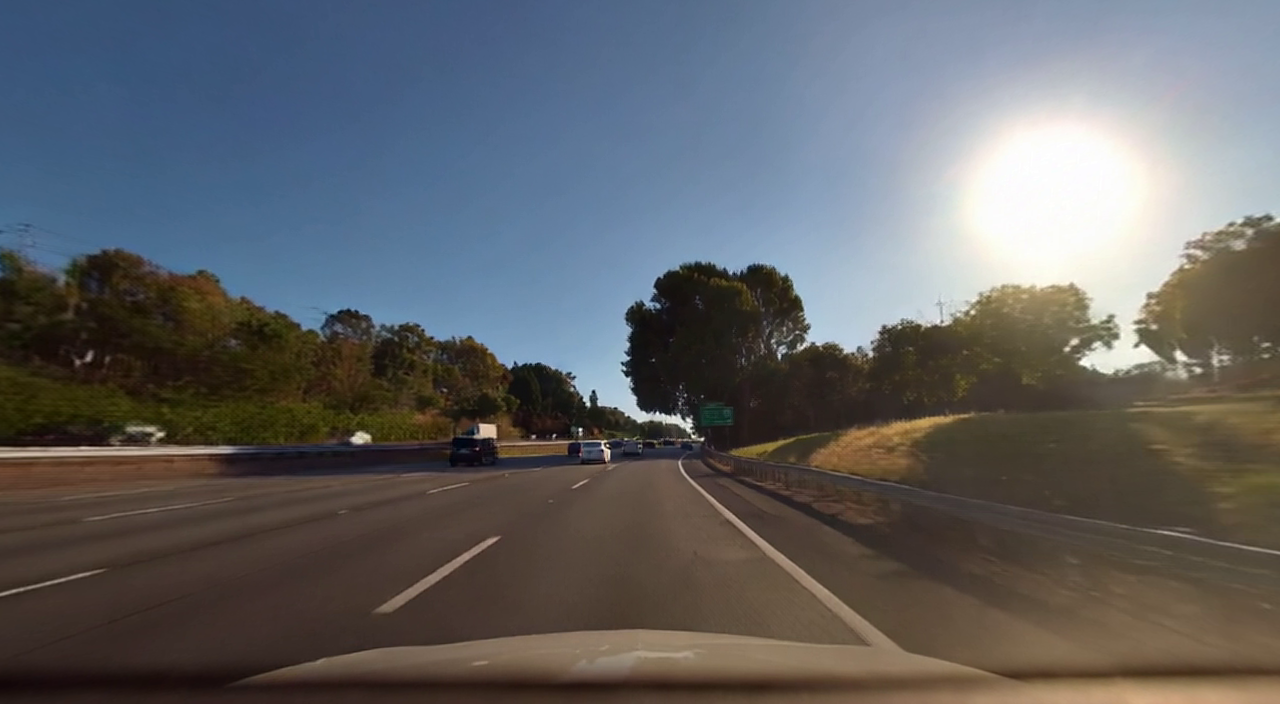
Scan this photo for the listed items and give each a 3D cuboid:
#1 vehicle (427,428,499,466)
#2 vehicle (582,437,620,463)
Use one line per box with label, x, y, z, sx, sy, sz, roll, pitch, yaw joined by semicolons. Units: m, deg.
vehicle;-10.050;5.483;36.332;2.264;1.980;5.574;0;-9;3
vehicle;-2.562;6.627;42.600;2.035;1.673;4.469;0;-9;4
